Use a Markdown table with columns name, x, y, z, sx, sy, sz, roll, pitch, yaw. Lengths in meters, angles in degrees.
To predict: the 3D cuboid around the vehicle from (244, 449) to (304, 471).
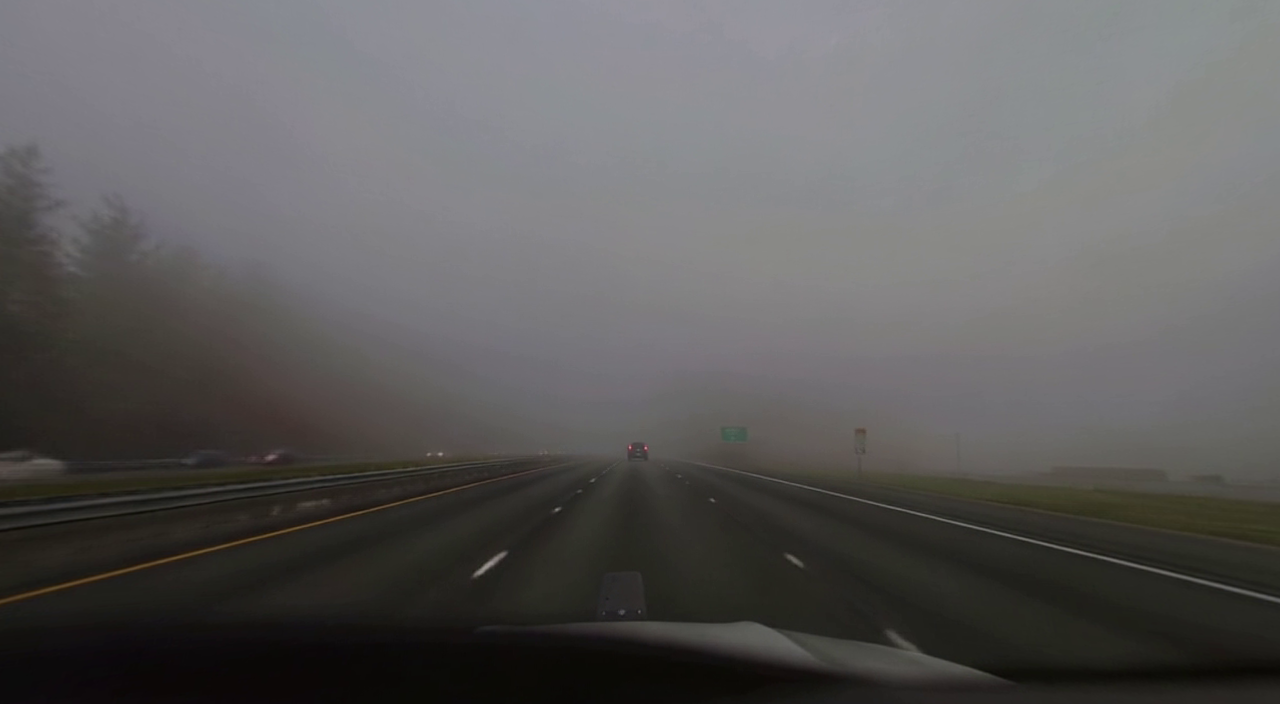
| name | x | y | z | sx | sy | sz | roll | pitch | yaw |
| --- | --- | --- | --- | --- | --- | --- | --- | --- | --- |
| vehicle | -28.498 | 8.386 | 49.329 | 1.915 | 1.618 | 4.602 | 0 | -9 | -1 |

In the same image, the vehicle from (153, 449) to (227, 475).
| name | x | y | z | sx | sy | sz | roll | pitch | yaw |
| --- | --- | --- | --- | --- | --- | --- | --- | --- | --- |
| vehicle | -32.359 | 7.880 | 45.613 | 1.909 | 1.733 | 4.545 | 0 | -9 | 0 |
